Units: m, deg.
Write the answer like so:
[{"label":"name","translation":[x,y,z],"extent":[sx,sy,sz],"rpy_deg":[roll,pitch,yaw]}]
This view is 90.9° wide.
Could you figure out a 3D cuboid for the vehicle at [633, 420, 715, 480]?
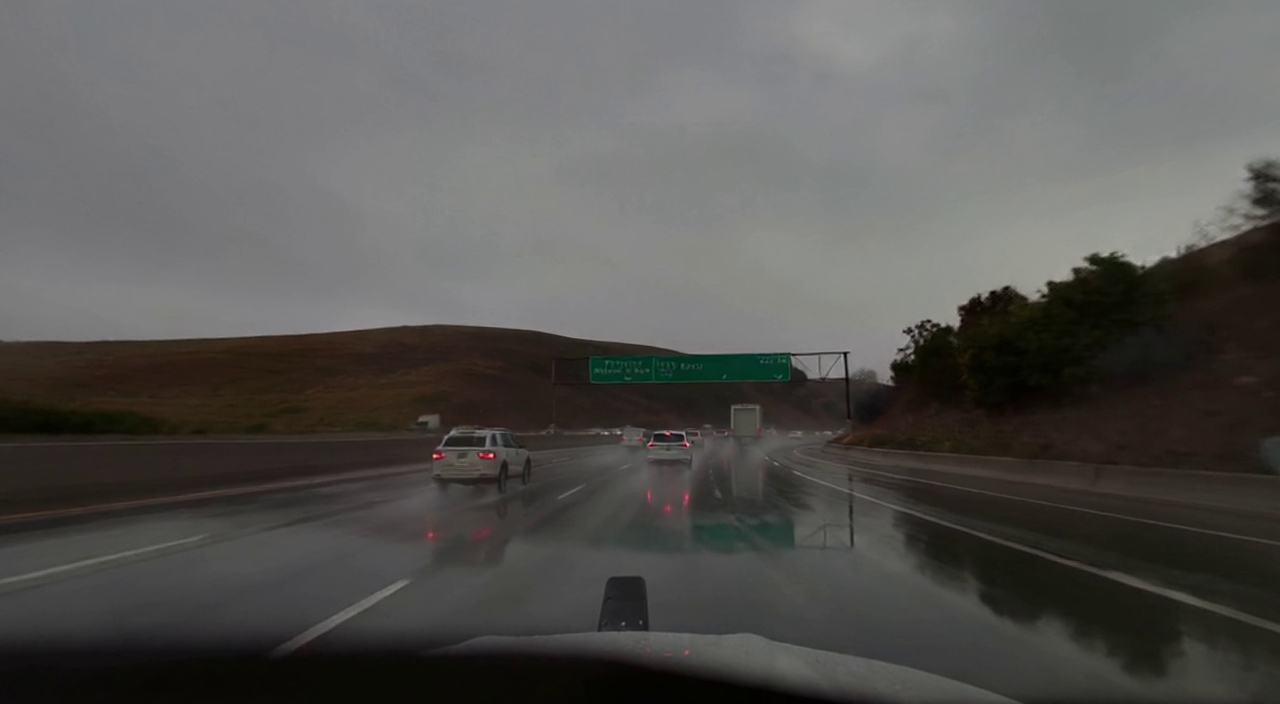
[{"label":"vehicle","translation":[1.164,3.321,21.556],"extent":[2.484,1.820,4.497],"rpy_deg":[-1,-8,4]}]

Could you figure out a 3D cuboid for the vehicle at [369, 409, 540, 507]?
[{"label":"vehicle","translation":[-3.672,2.209,13.499],"extent":[2.077,1.712,4.406],"rpy_deg":[-1,-8,4]}]

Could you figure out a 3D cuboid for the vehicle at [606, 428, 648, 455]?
[{"label":"vehicle","translation":[-0.815,6.101,42.810],"extent":[2.194,1.702,4.305],"rpy_deg":[-1,-8,8]}]
